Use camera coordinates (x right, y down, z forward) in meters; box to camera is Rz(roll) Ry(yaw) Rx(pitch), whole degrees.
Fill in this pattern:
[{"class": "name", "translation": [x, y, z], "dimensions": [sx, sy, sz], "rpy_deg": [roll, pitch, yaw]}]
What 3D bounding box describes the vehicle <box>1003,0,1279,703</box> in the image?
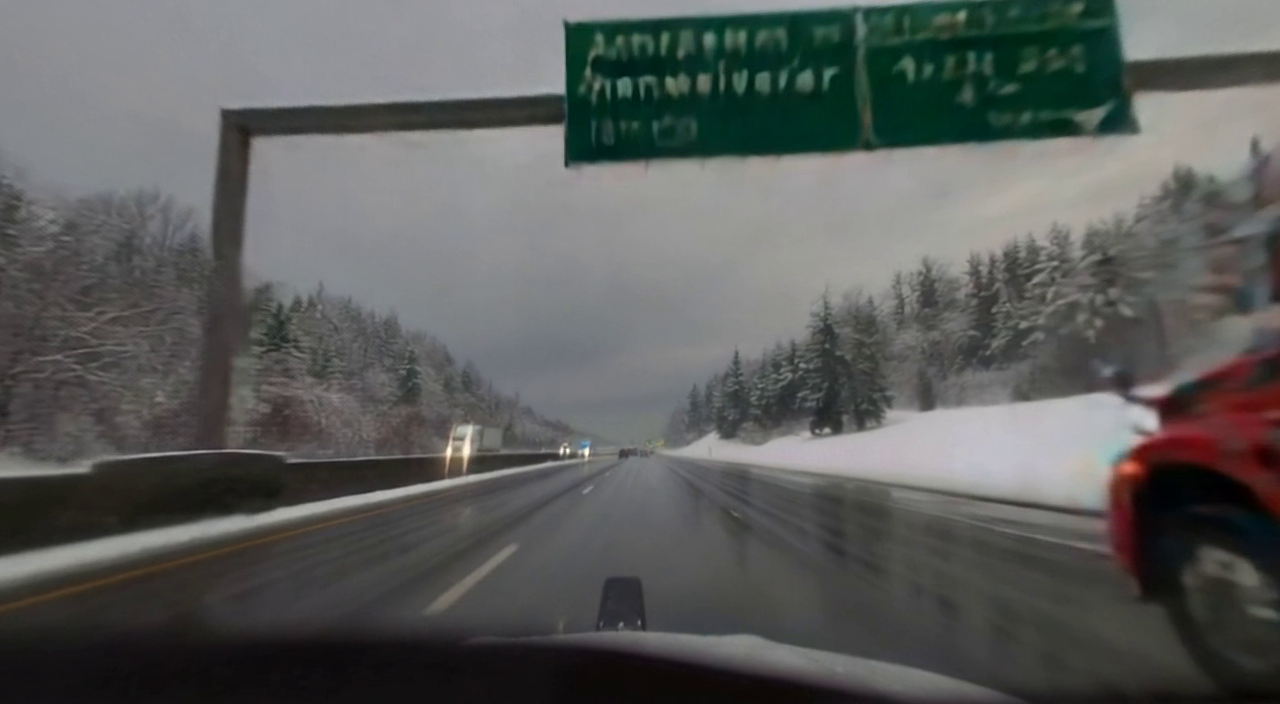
[{"class": "vehicle", "translation": [4.394, -0.370, 1.834], "dimensions": [2.976, 3.871, 5.853], "rpy_deg": [0, -9, 0]}]
